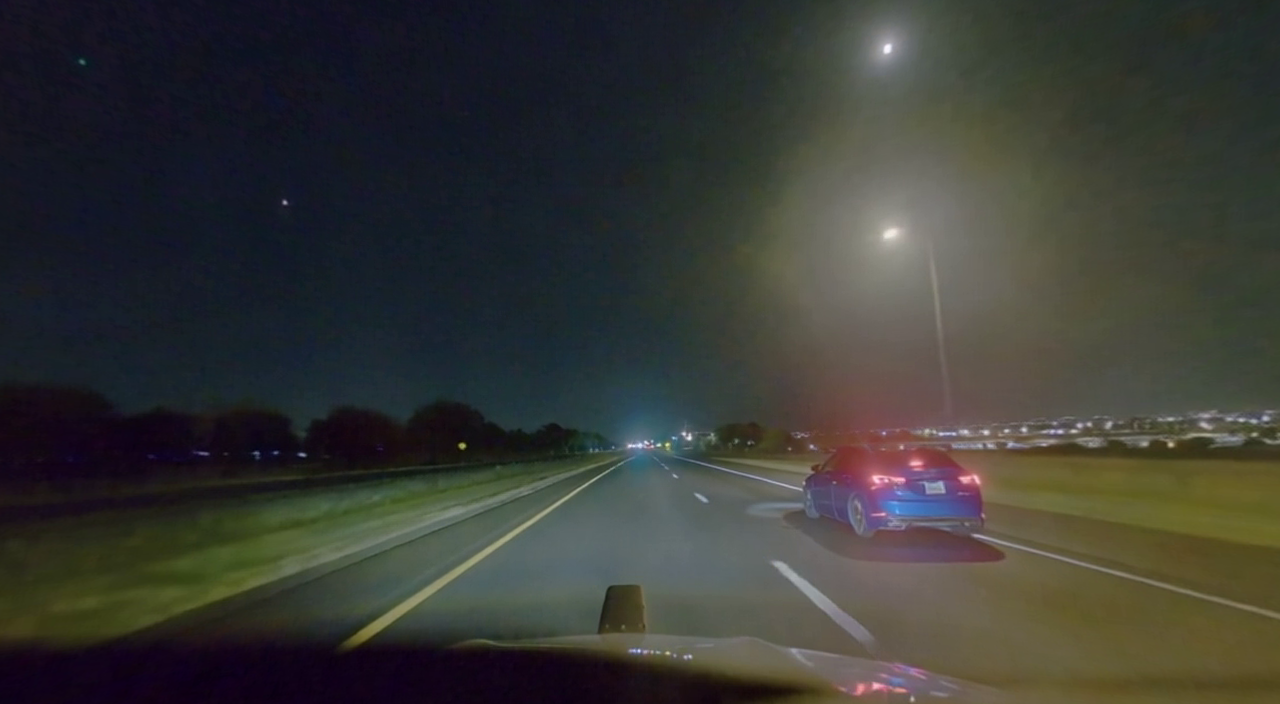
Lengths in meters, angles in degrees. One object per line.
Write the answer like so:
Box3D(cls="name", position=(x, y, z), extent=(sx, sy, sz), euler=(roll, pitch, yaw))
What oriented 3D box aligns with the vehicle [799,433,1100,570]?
Box3D(cls="vehicle", position=(4.064, 2.024, 9.485), extent=(2.053, 1.490, 4.799), euler=(0, -8, -1))
